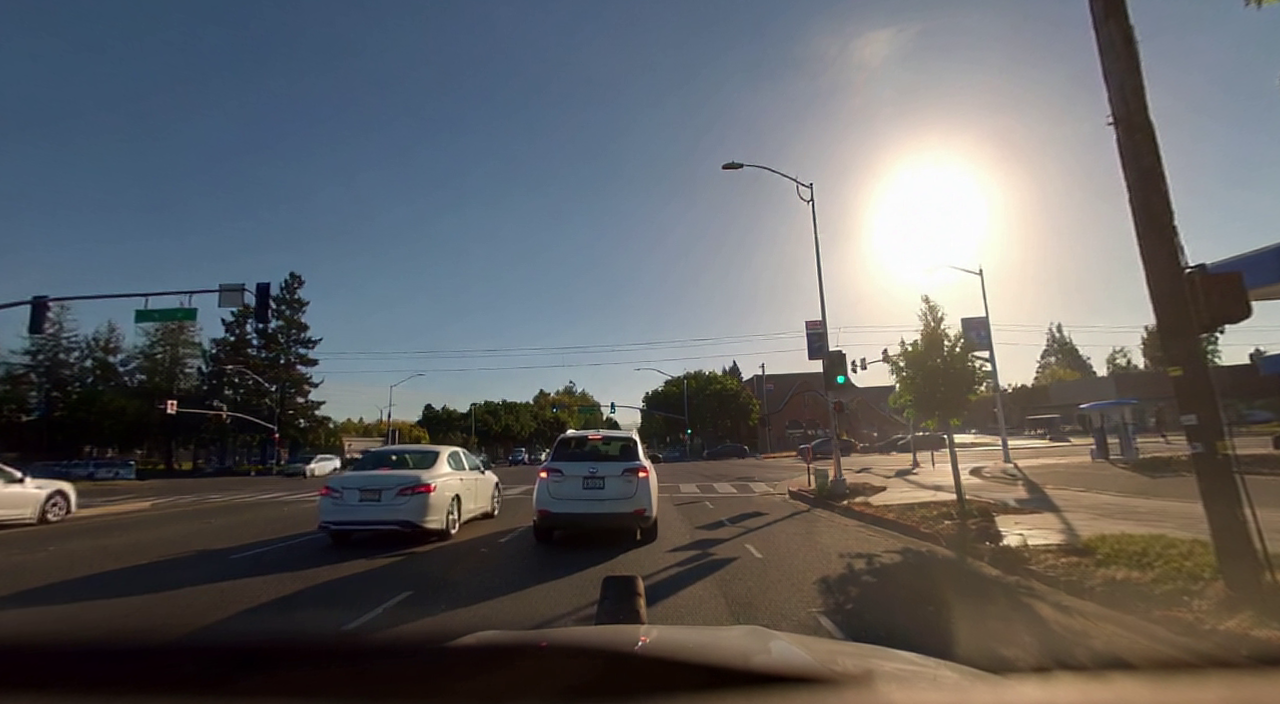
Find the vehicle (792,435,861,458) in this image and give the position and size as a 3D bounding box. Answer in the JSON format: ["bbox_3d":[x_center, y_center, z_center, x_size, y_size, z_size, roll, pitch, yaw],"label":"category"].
[{"bbox_3d":[13.885,7.055,47.129,4.524,1.681,1.823,0,-8,-1],"label":"vehicle"}]

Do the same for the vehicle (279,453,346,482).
[{"bbox_3d":[-21.258,7.464,41.216,1.890,1.691,4.591,0,-8,1],"label":"vehicle"}]

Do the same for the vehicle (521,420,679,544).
[{"bbox_3d":[-0.555,2.140,11.047,2.210,1.722,4.215,0,-8,0],"label":"vehicle"}]

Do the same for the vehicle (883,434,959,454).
[{"bbox_3d":[20.770,6.829,46.840,4.700,1.417,1.789,0,-8,1],"label":"vehicle"}]

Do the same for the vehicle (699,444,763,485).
[{"bbox_3d":[3.708,4.404,25.137,1.976,1.462,4.342,-2,-9,15],"label":"vehicle"}]

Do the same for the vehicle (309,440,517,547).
[{"bbox_3d":[-3.658,2.337,11.188,2.003,1.492,4.291,0,-8,1],"label":"vehicle"}]

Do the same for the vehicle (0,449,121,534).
[{"bbox_3d":[-13.515,2.803,12.784,1.995,1.626,4.592,0,-8,2],"label":"vehicle"}]
